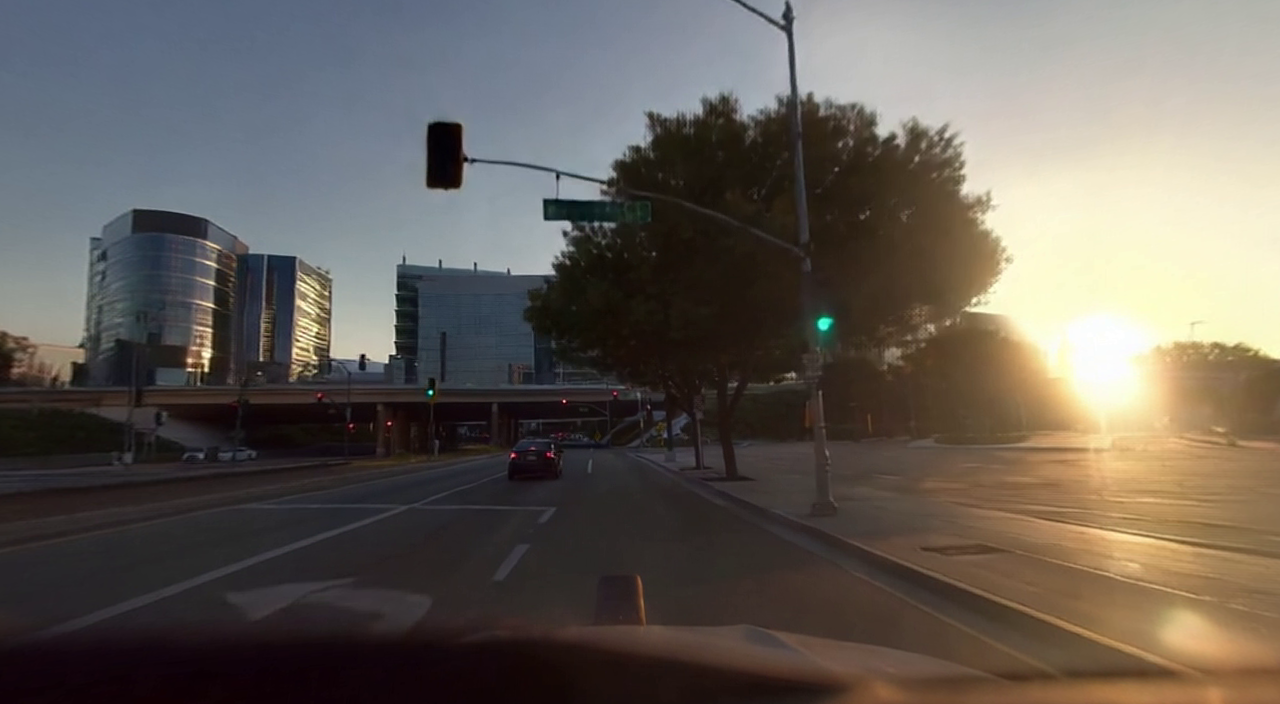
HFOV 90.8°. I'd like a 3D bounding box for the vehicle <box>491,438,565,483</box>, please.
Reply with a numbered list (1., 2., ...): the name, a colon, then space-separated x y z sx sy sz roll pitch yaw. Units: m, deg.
1. vehicle: -4.018 3.965 23.429 2.154 1.465 4.532 0 -8 -3
